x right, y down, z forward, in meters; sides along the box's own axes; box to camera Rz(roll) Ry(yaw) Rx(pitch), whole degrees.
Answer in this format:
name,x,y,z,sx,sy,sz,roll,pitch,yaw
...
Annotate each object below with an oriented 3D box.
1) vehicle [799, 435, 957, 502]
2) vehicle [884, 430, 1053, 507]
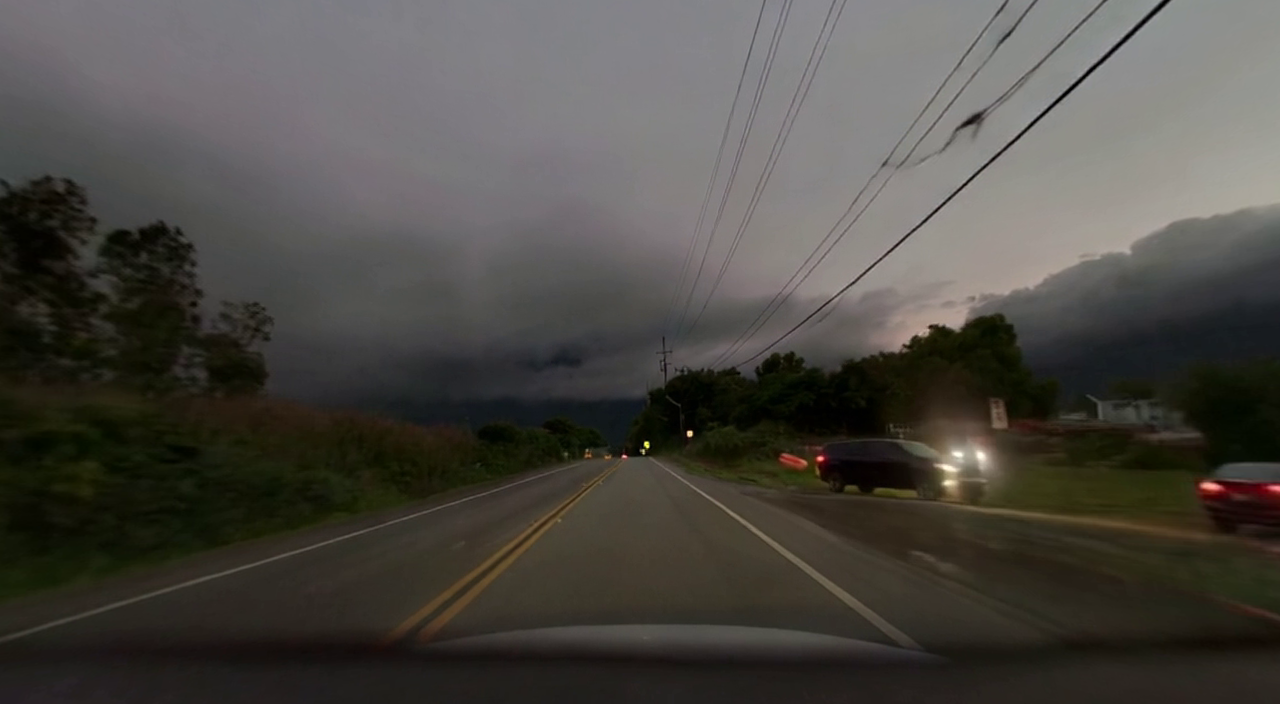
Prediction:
name,x,y,z,sx,sy,sz,roll,pitch,yaw
vehicle,7.261,3.523,19.193,4.620,1.820,1.917,6,-10,-29
vehicle,8.886,3.170,17.009,4.536,1.796,1.988,8,-13,-33
